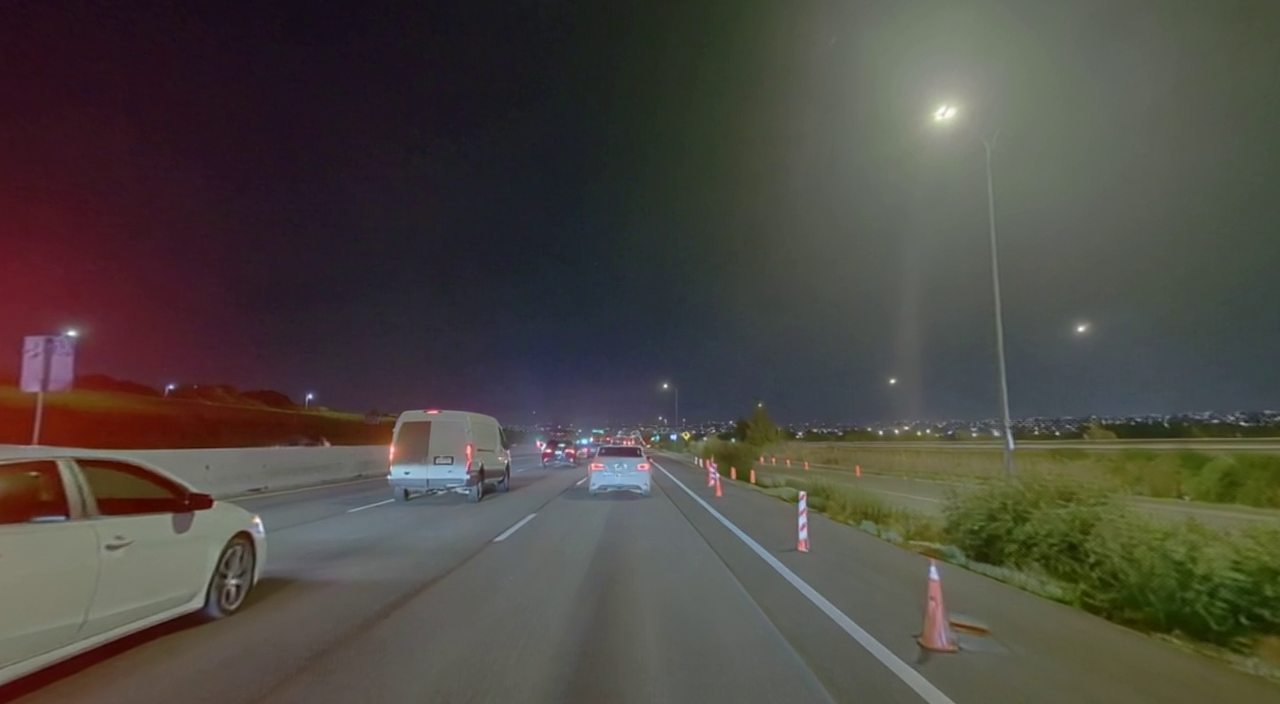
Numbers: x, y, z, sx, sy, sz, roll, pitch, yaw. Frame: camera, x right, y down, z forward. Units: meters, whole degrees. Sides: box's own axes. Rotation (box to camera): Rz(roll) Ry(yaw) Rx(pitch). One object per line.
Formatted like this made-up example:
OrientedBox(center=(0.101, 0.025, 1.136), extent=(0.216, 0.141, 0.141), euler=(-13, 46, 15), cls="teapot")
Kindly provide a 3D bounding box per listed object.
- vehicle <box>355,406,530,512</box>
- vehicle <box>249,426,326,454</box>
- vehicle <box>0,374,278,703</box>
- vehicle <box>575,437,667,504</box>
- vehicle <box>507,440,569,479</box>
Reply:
OrientedBox(center=(-4.293, 2.489, 15.063), extent=(2.324, 2.012, 5.740), euler=(0, -9, 0), cls="vehicle")
OrientedBox(center=(-25.090, 6.358, 45.279), extent=(2.263, 1.874, 5.613), euler=(0, -9, -1), cls="vehicle")
OrientedBox(center=(-3.958, 0.905, 2.828), extent=(2.041, 1.604, 4.384), euler=(0, -9, 0), cls="vehicle")
OrientedBox(center=(-0.464, 2.973, 16.298), extent=(2.069, 1.484, 3.918), euler=(0, -9, -1), cls="vehicle")
OrientedBox(center=(-4.056, 4.353, 25.822), extent=(1.824, 1.459, 4.007), euler=(0, -9, 1), cls="vehicle")
